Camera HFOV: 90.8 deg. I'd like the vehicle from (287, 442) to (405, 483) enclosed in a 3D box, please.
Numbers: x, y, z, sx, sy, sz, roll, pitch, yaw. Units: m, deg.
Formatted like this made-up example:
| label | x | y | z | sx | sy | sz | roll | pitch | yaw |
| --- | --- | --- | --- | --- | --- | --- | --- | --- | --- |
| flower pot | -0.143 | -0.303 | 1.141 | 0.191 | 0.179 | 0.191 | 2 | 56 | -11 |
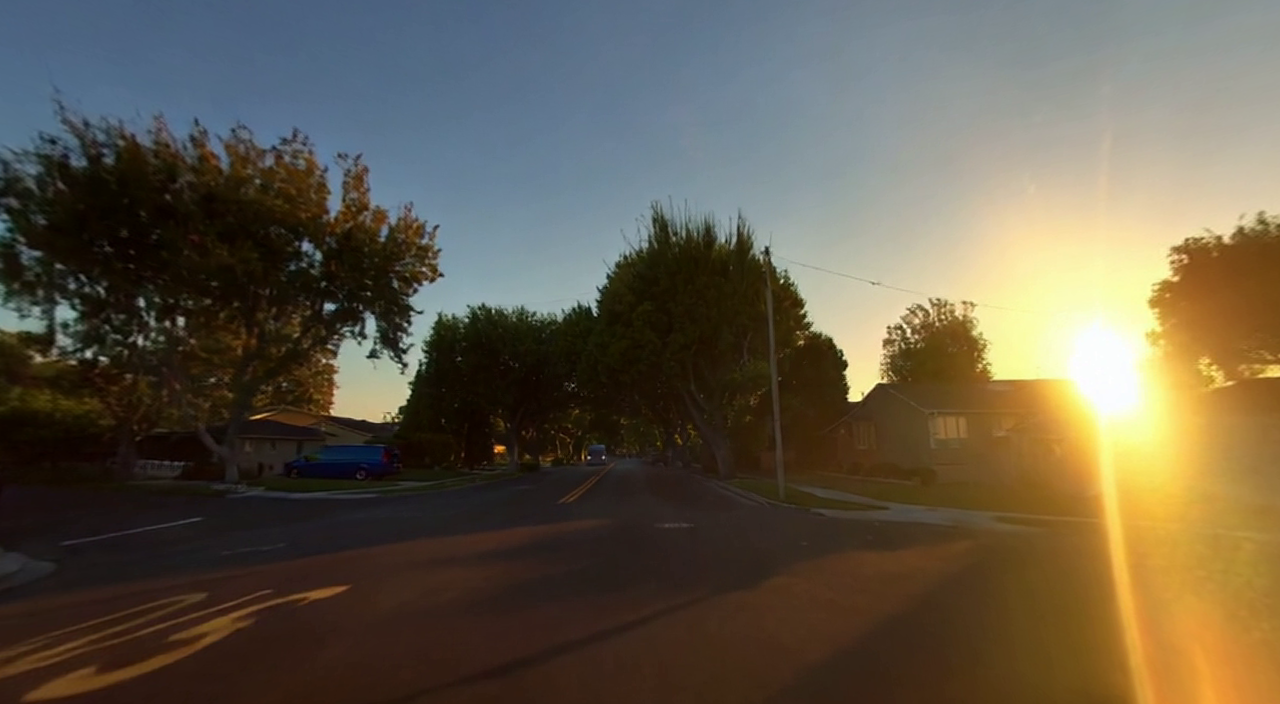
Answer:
| label | x | y | z | sx | sy | sz | roll | pitch | yaw |
| --- | --- | --- | --- | --- | --- | --- | --- | --- | --- |
| vehicle | -14.427 | 5.419 | 31.300 | 2.145 | 1.839 | 4.837 | -6 | -10 | 33 |
